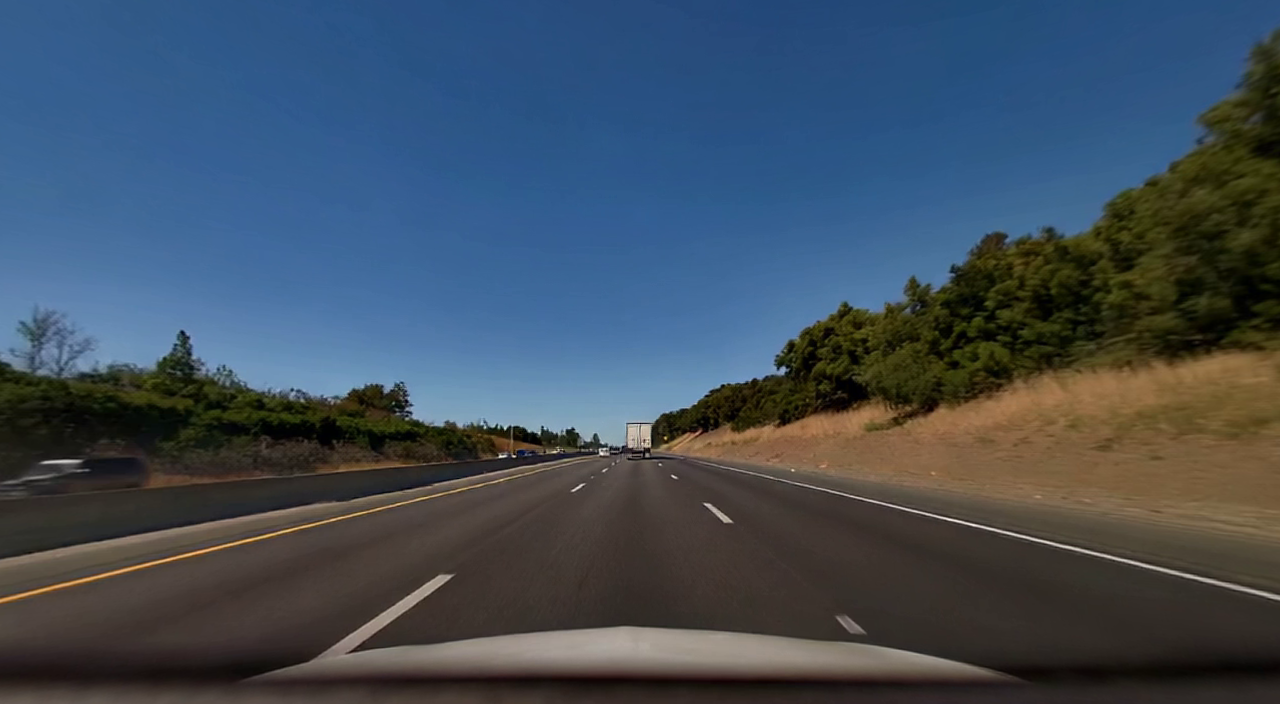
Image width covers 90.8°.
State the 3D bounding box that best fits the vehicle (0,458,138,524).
[{"bbox_3d":[-16.075,3.563,16.547,2.036,1.500,4.625,0,-9,0],"label":"vehicle"}]
